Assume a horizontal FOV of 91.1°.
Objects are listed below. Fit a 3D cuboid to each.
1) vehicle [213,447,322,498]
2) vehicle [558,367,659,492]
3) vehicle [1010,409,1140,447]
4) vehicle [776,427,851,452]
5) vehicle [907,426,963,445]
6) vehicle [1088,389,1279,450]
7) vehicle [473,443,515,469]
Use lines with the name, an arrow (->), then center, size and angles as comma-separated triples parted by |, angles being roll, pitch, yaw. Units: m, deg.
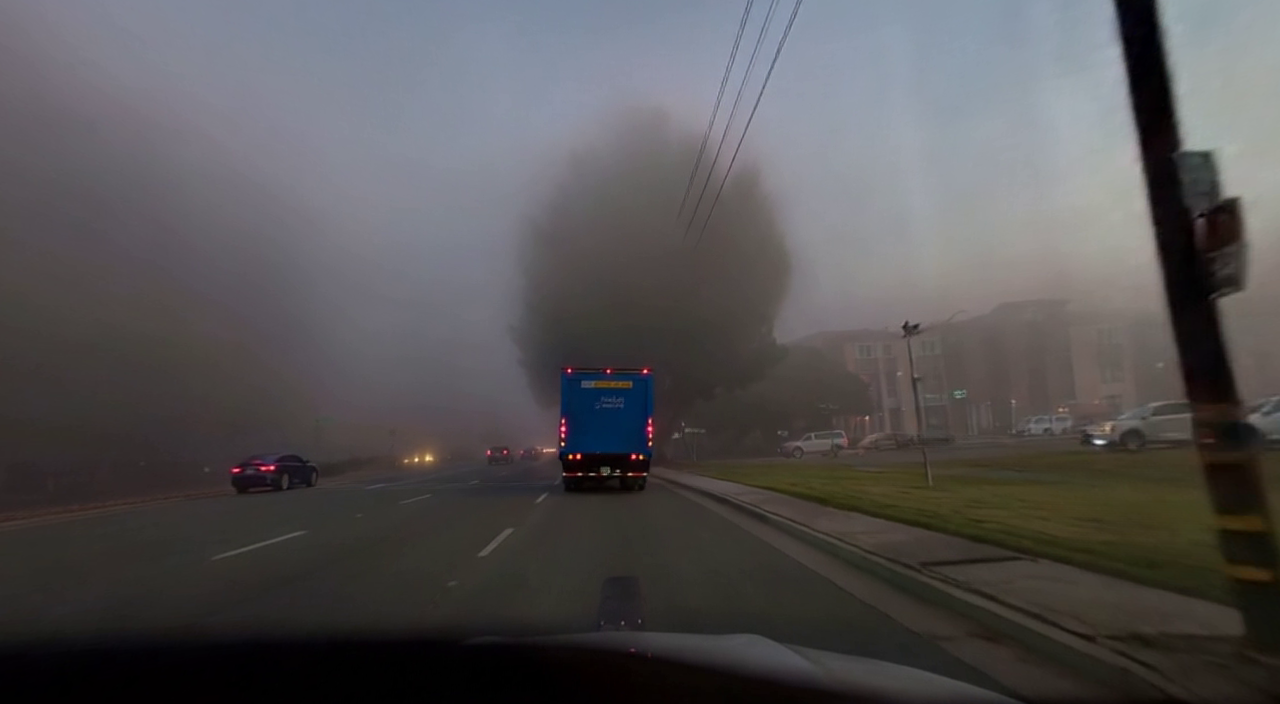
vehicle -> -13.576, 4.357, 23.240 | 1.958, 1.672, 4.283 | 1, -9, -9
vehicle -> -1.296, 2.915, 22.794 | 2.905, 3.644, 8.807 | 1, -9, -5
vehicle -> 24.790, 4.371, 35.881 | 5.850, 2.049, 2.317 | 0, -8, -6
vehicle -> 11.244, 5.717, 40.831 | 4.321, 1.579, 1.823 | 1, -8, -4
vehicle -> 23.235, 6.585, 49.502 | 3.537, 1.393, 1.581 | 1, -10, -6
vehicle -> 17.836, 2.337, 20.890 | 1.880, 1.804, 4.679 | 1, -9, -9
vehicle -> -10.260, 7.357, 44.537 | 2.095, 1.759, 4.433 | 0, -9, -3
